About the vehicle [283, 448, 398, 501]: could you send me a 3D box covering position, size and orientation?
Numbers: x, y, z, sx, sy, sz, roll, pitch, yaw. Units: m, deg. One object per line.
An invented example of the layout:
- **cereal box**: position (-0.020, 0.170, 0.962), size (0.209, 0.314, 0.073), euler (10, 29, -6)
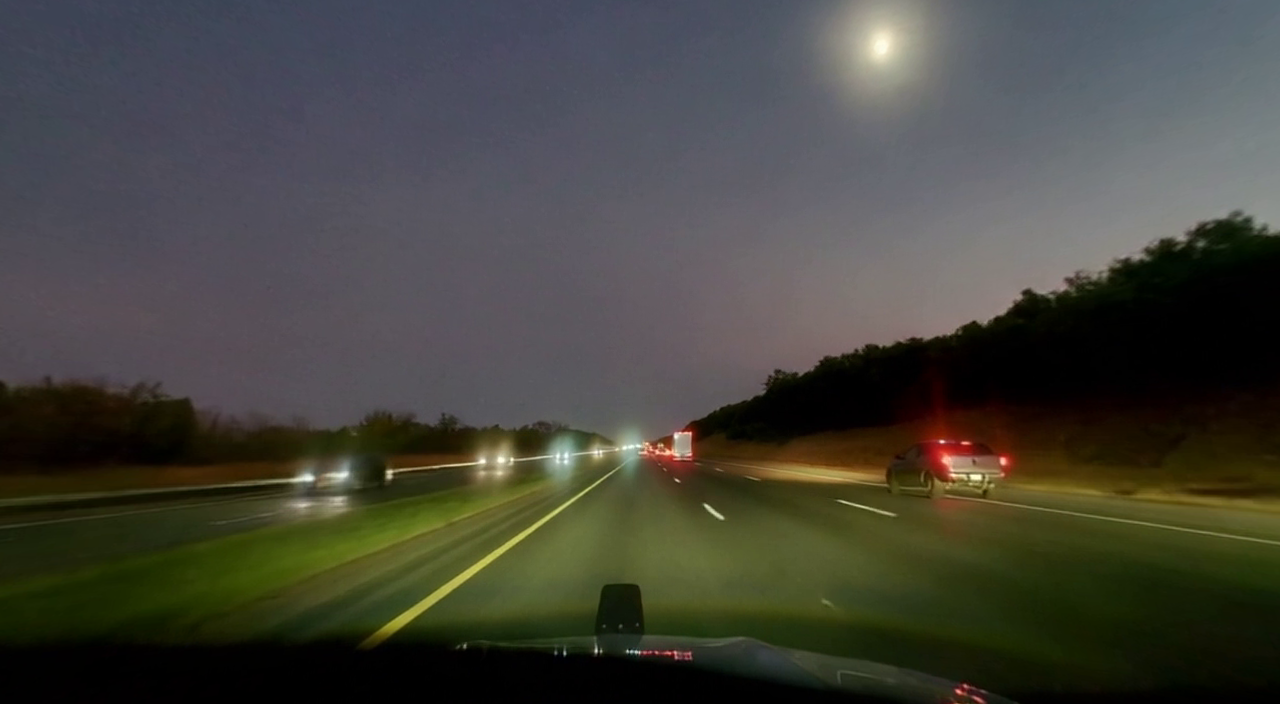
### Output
- **vehicle**: position (-11.854, 4.832, 25.491), size (2.086, 1.888, 5.105), euler (0, -9, 0)
